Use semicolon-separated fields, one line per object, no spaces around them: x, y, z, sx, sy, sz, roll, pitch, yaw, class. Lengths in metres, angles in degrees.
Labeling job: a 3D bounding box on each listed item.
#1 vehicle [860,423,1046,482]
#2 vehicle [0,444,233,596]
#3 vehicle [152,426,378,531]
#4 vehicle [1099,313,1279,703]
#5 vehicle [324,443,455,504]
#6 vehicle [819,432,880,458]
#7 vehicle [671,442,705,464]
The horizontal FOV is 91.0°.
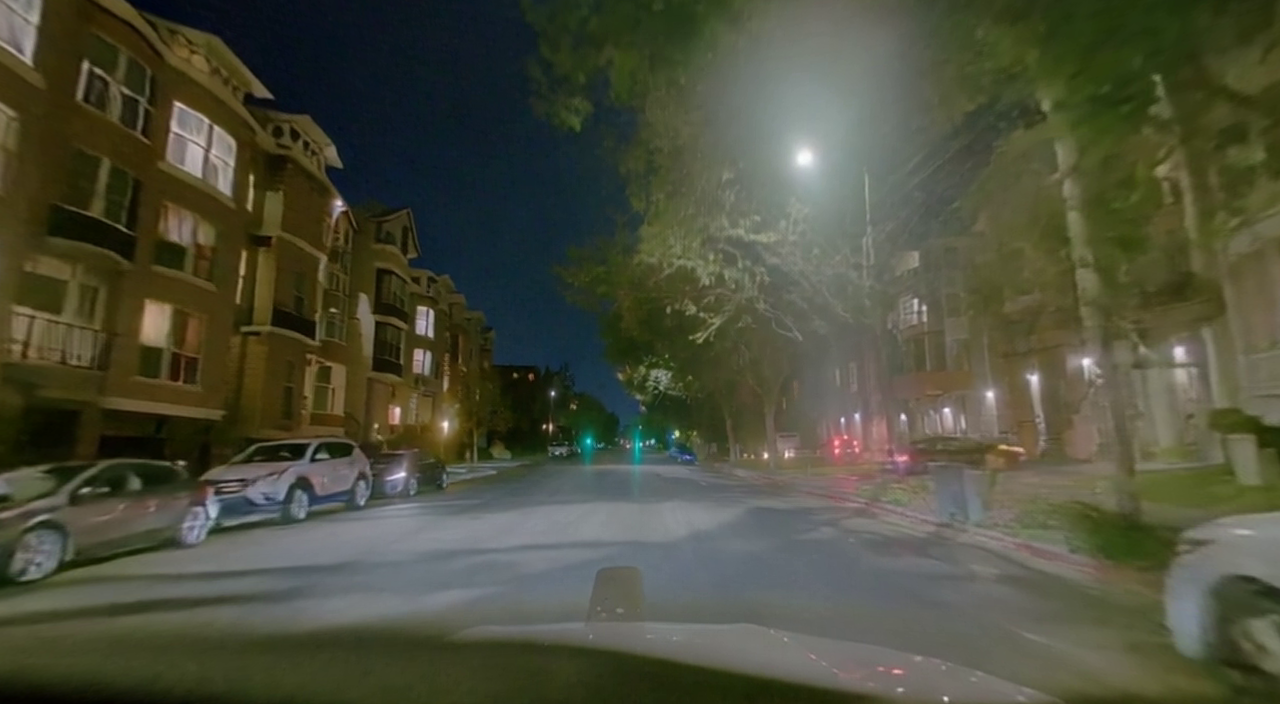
9.701;3.147;19.871;4.726;1.731;2.075;-1;-9;4;vehicle
-7.429;1.966;8.184;1.845;1.510;3.729;0;-9;-3;vehicle
-7.486;2.587;13.254;2.136;1.758;4.297;-2;-9;-1;vehicle
4.094;0.591;1.466;2.216;1.955;4.970;0;-9;0;vehicle
-7.193;3.522;18.707;1.912;1.466;4.754;-2;-9;1;vehicle
13.158;5.902;39.932;2.068;1.522;4.810;0;-9;-2;vehicle
3.444;7.306;45.584;1.956;1.468;4.698;0;-9;-2;vehicle
